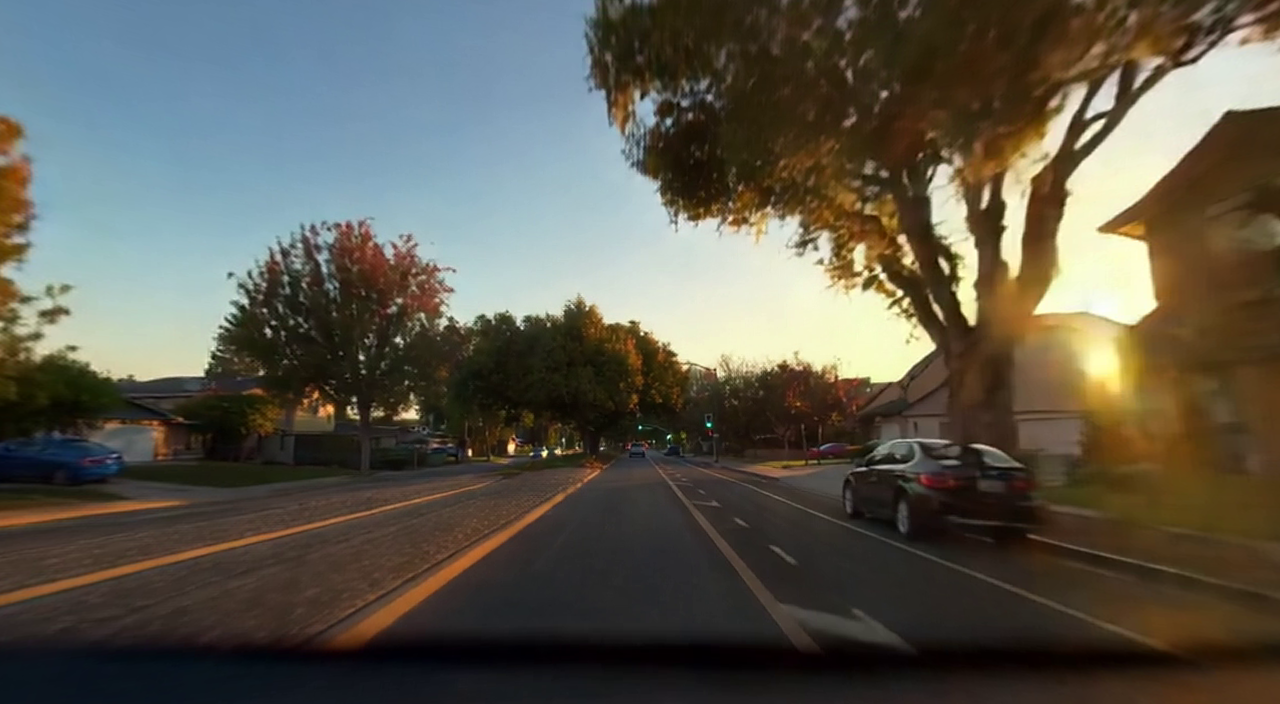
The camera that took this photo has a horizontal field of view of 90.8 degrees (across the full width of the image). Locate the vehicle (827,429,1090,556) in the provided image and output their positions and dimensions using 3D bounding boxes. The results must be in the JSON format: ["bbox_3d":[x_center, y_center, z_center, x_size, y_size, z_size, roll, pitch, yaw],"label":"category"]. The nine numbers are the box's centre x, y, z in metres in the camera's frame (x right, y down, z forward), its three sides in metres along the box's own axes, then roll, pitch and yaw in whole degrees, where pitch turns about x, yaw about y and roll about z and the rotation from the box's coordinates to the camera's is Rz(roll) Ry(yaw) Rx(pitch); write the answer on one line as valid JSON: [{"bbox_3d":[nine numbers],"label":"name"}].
[{"bbox_3d":[4.858,2.179,10.641,1.967,1.631,4.692,0,-8,0],"label":"vehicle"}]

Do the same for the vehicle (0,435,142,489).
[{"bbox_3d":[-21.203,3.910,22.754,4.666,1.677,1.978,3,-9,-2],"label":"vehicle"}]
